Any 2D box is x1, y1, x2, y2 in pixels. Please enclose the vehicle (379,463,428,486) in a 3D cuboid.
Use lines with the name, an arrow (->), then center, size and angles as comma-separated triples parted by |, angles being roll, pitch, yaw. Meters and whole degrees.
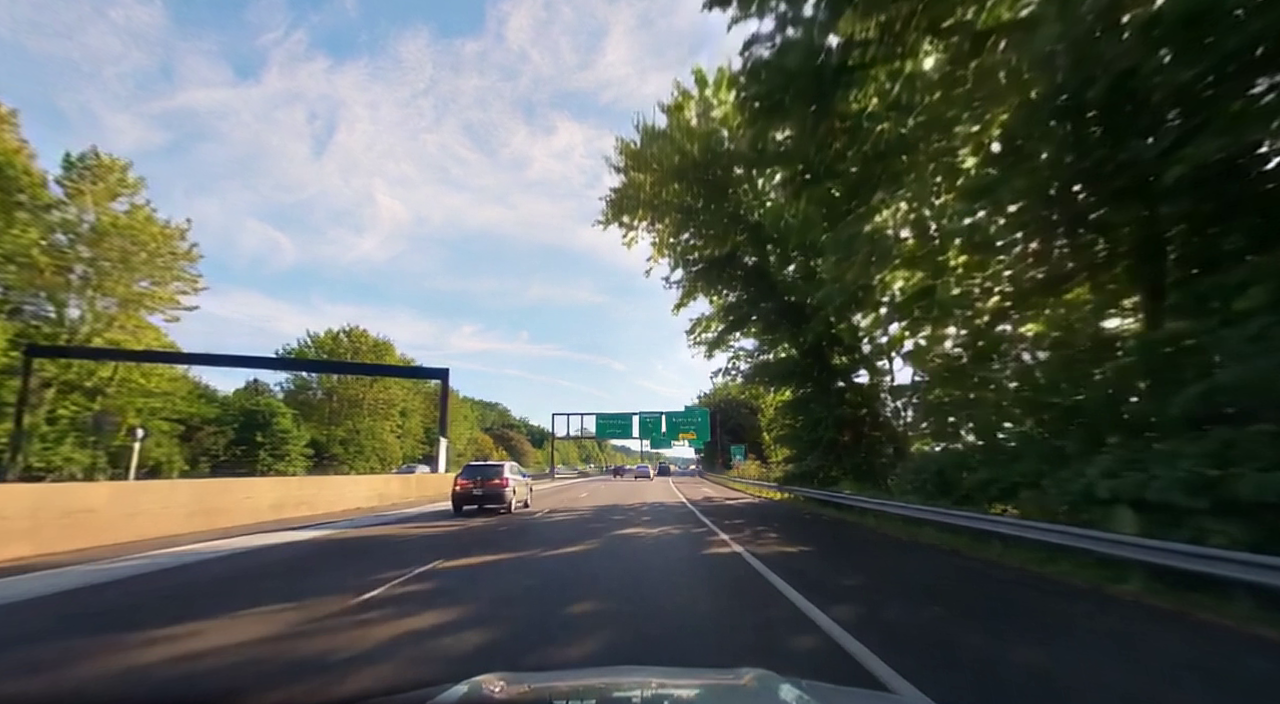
vehicle -> -17.944, 9.326, 48.034 | 1.959, 1.669, 4.090 | 1, -11, 2

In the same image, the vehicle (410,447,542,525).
vehicle -> -3.807, 3.228, 15.478 | 2.000, 1.594, 3.996 | 1, -11, 2
